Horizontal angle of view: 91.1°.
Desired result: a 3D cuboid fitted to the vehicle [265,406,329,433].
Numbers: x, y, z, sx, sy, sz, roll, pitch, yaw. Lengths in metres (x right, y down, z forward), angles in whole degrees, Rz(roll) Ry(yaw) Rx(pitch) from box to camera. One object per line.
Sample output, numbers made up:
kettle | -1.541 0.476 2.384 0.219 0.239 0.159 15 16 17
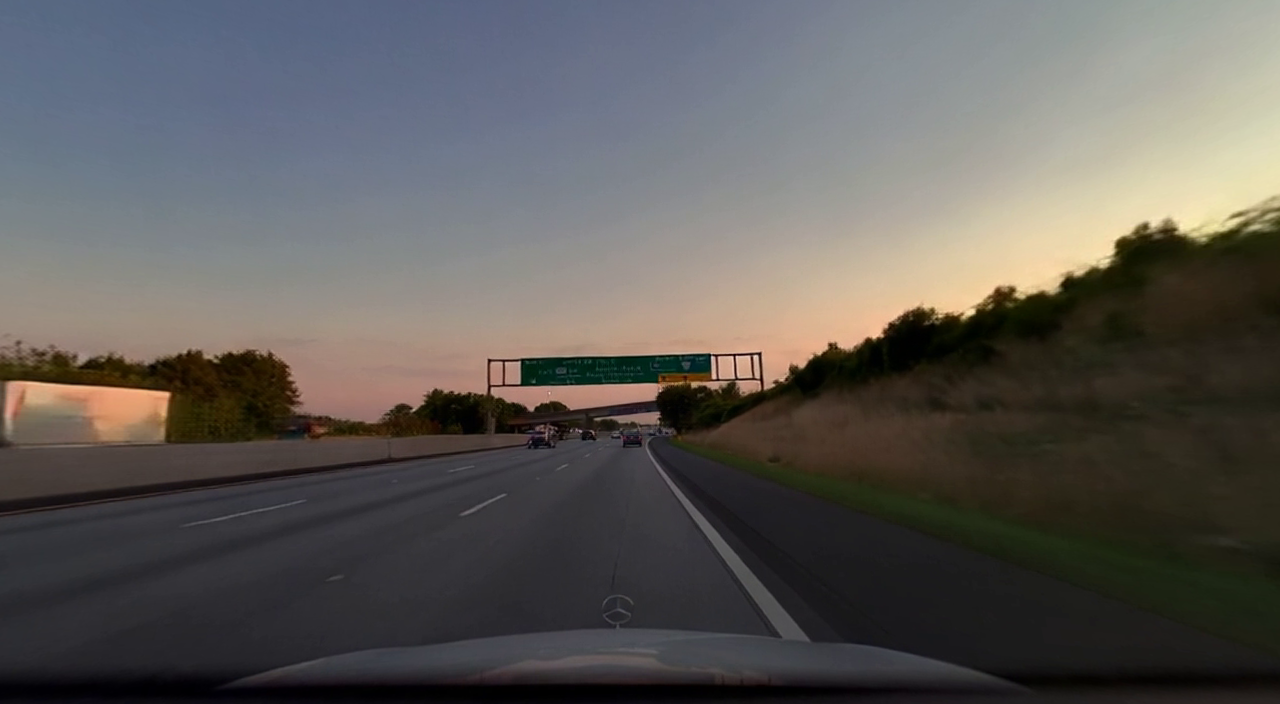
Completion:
vehicle | -20.770 4.137 38.216 1.694 1.520 3.886 0 -8 0

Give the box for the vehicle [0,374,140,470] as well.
vehicle | -24.317 2.651 23.535 2.715 3.424 10.329 0 -8 -1
